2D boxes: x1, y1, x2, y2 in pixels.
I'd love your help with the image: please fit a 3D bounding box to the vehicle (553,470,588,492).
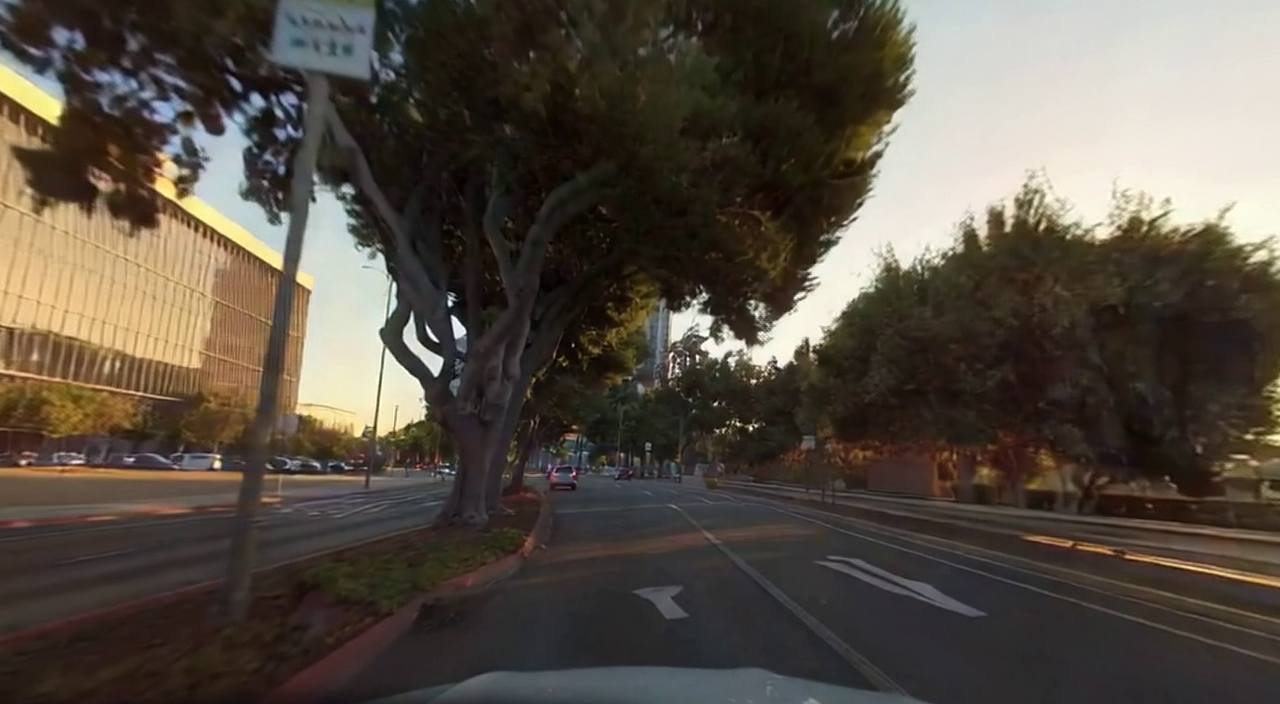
[{"bbox_3d":[-4.034,7.393,36.116,1.775,1.186,2.933,2,-11,-9],"label":"vehicle"}]
